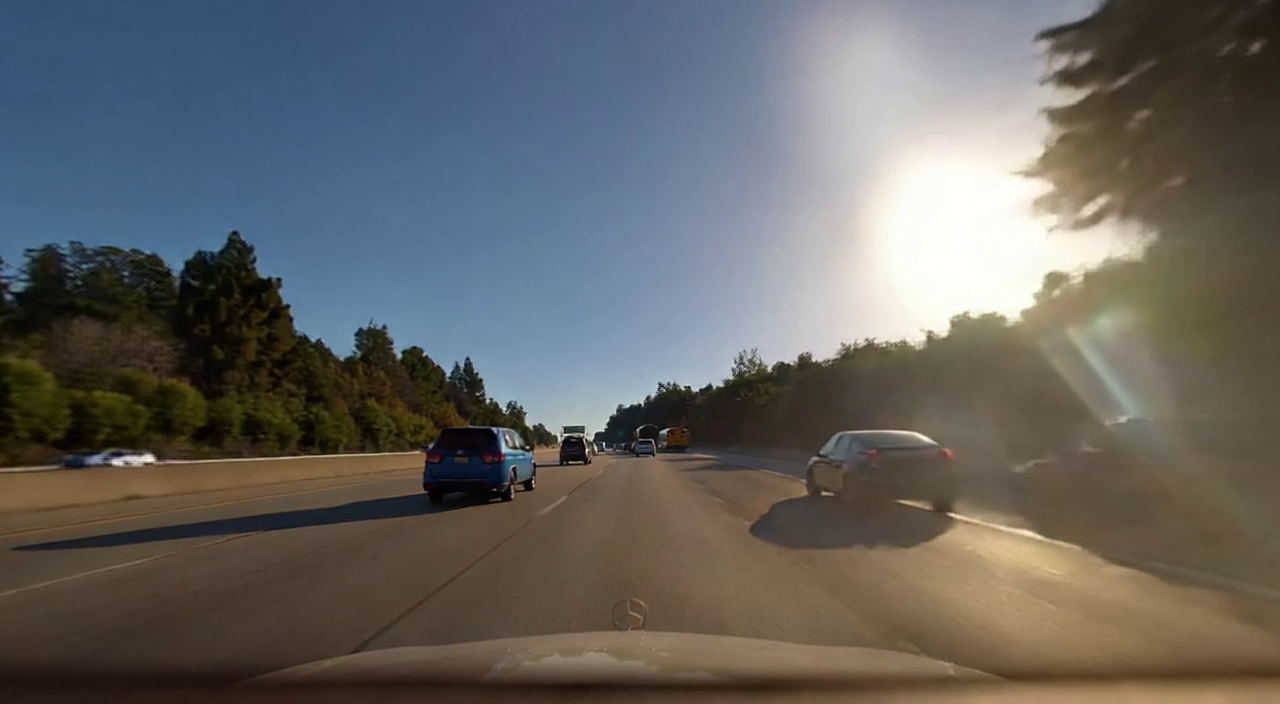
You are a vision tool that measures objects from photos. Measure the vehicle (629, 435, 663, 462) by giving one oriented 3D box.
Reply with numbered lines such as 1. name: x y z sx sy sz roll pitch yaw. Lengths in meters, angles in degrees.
1. vehicle: 0.338 6.077 39.856 2.042 1.632 3.654 0 -8 0

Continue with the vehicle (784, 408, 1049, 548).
1. vehicle: 3.864 1.854 9.976 2.050 1.661 4.636 0 -8 0

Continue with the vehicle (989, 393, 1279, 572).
1. vehicle: 7.674 1.699 8.988 2.191 1.807 5.692 0 -8 1

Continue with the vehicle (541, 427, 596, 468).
1. vehicle: -3.446 4.741 31.311 2.155 1.843 4.567 0 -8 0

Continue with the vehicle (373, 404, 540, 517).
1. vehicle: -3.489 2.177 13.034 2.016 1.898 4.458 -1 -8 1

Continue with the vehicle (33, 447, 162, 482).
1. vehicle: -26.973 5.577 31.610 2.280 1.528 4.692 0 -8 0
